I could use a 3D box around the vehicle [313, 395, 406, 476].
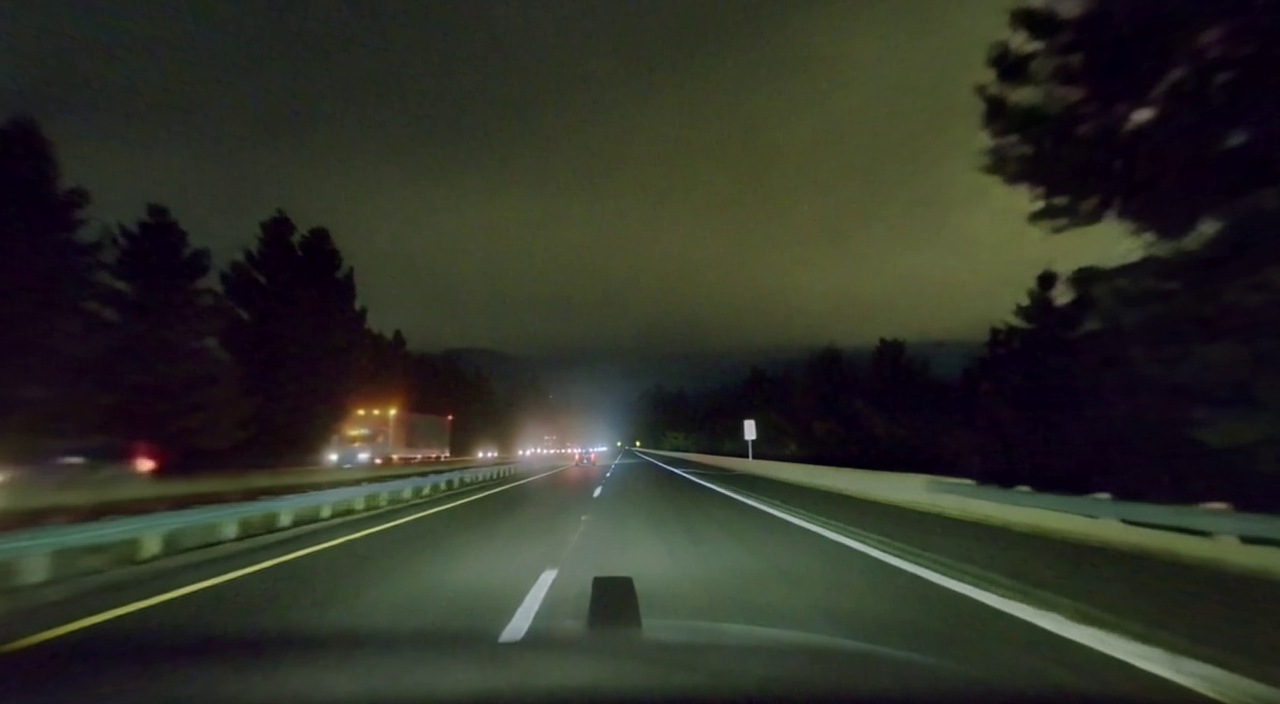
[{"bbox_3d":[-16.860,5.179,38.243,2.959,4.473,5.911,-1,-9,-1],"label":"vehicle"}]

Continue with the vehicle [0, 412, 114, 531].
[{"bbox_3d":[-11.557,1.924,9.997,2.207,1.926,4.777,0,-9,-2],"label":"vehicle"}]

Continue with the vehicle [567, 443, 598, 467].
[{"bbox_3d":[-4.224,7.680,46.816,2.098,1.692,4.038,0,-9,-2],"label":"vehicle"}]
